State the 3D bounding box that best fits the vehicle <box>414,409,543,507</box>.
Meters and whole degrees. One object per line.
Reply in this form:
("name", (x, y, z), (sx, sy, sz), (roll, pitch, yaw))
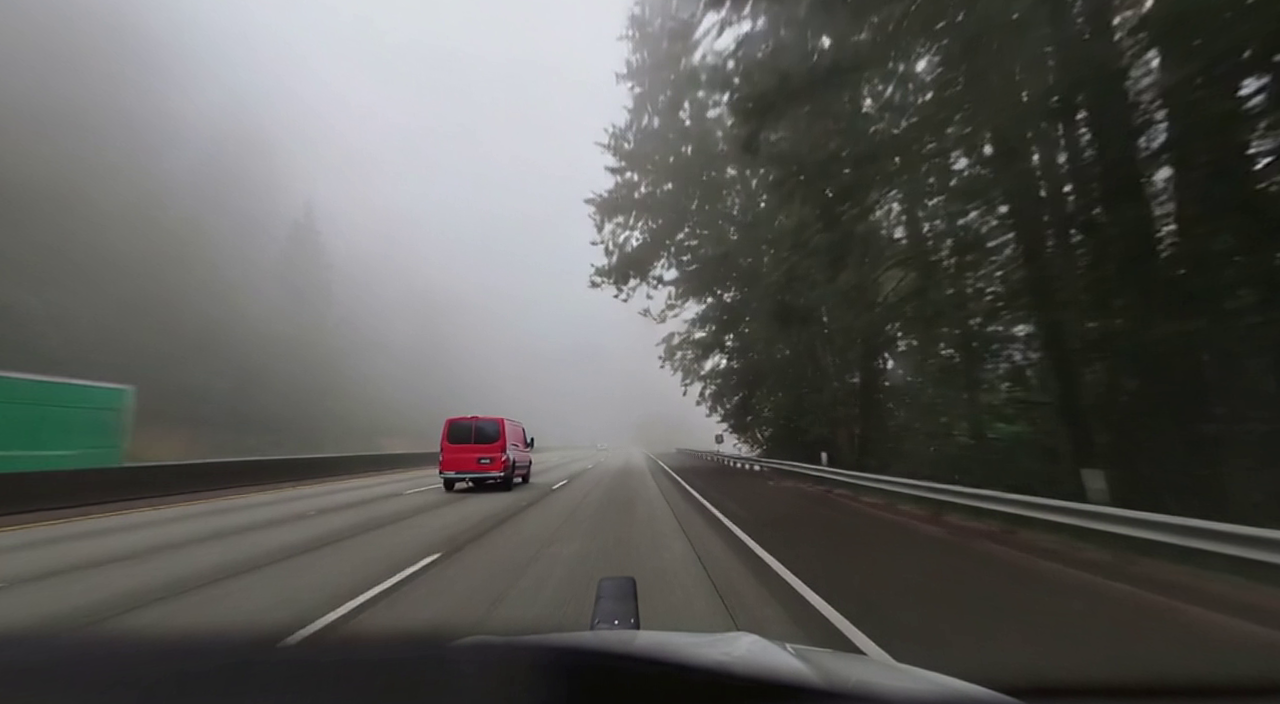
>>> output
("vehicle", (-3.750, 2.564, 15.617), (1.976, 2.029, 4.737), (-1, -8, 0))
